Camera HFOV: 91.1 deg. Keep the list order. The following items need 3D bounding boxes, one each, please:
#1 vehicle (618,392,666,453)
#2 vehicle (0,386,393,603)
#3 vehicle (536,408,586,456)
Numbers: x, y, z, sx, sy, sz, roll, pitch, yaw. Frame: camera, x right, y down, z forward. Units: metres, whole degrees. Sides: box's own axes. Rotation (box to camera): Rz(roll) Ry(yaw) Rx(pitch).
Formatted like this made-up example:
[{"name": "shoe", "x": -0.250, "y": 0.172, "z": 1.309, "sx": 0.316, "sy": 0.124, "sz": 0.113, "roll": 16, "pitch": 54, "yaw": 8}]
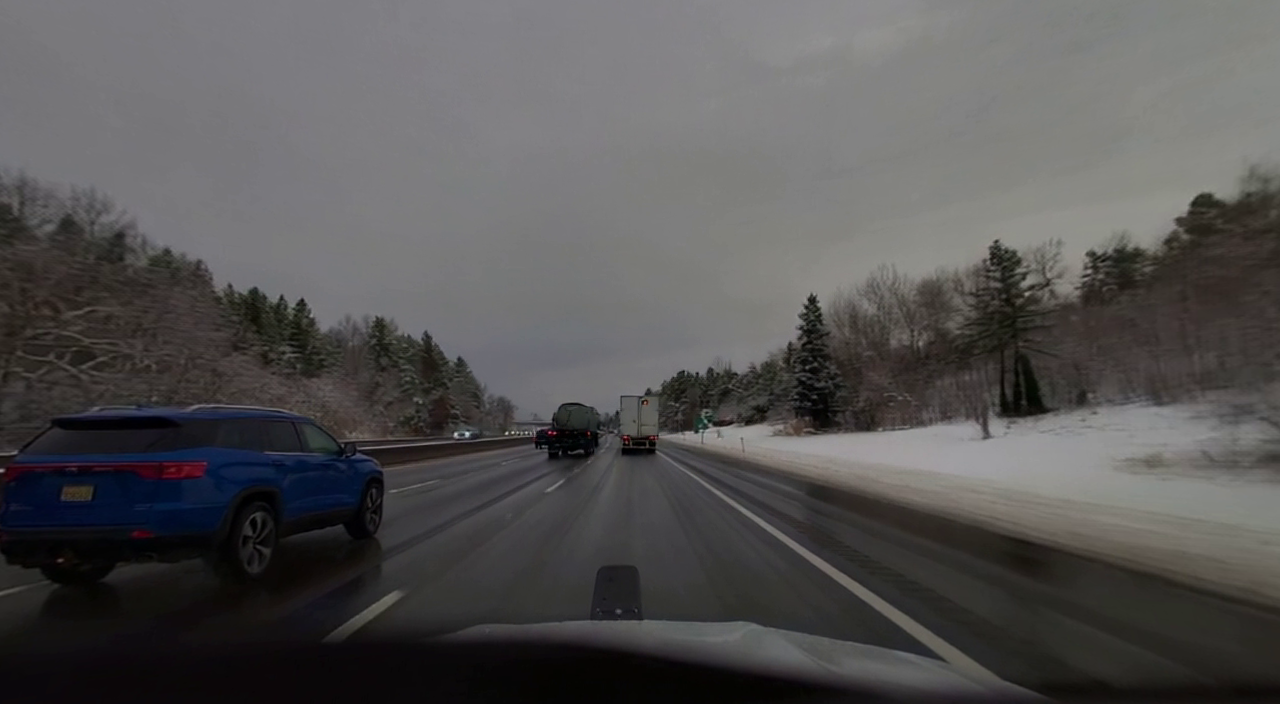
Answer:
[{"name": "vehicle", "x": -0.018, "y": 5.163, "z": 45.157, "sx": 3.078, "sy": 3.955, "sz": 8.774, "roll": 0, "pitch": -8, "yaw": -2}, {"name": "vehicle", "x": -4.768, "y": 1.403, "z": 7.181, "sx": 2.089, "sy": 1.669, "sz": 4.515, "roll": 0, "pitch": -8, "yaw": 0}, {"name": "vehicle", "x": -4.852, "y": 5.033, "z": 39.453, "sx": 2.383, "sy": 2.726, "sz": 5.677, "roll": 0, "pitch": -8, "yaw": 0}]
